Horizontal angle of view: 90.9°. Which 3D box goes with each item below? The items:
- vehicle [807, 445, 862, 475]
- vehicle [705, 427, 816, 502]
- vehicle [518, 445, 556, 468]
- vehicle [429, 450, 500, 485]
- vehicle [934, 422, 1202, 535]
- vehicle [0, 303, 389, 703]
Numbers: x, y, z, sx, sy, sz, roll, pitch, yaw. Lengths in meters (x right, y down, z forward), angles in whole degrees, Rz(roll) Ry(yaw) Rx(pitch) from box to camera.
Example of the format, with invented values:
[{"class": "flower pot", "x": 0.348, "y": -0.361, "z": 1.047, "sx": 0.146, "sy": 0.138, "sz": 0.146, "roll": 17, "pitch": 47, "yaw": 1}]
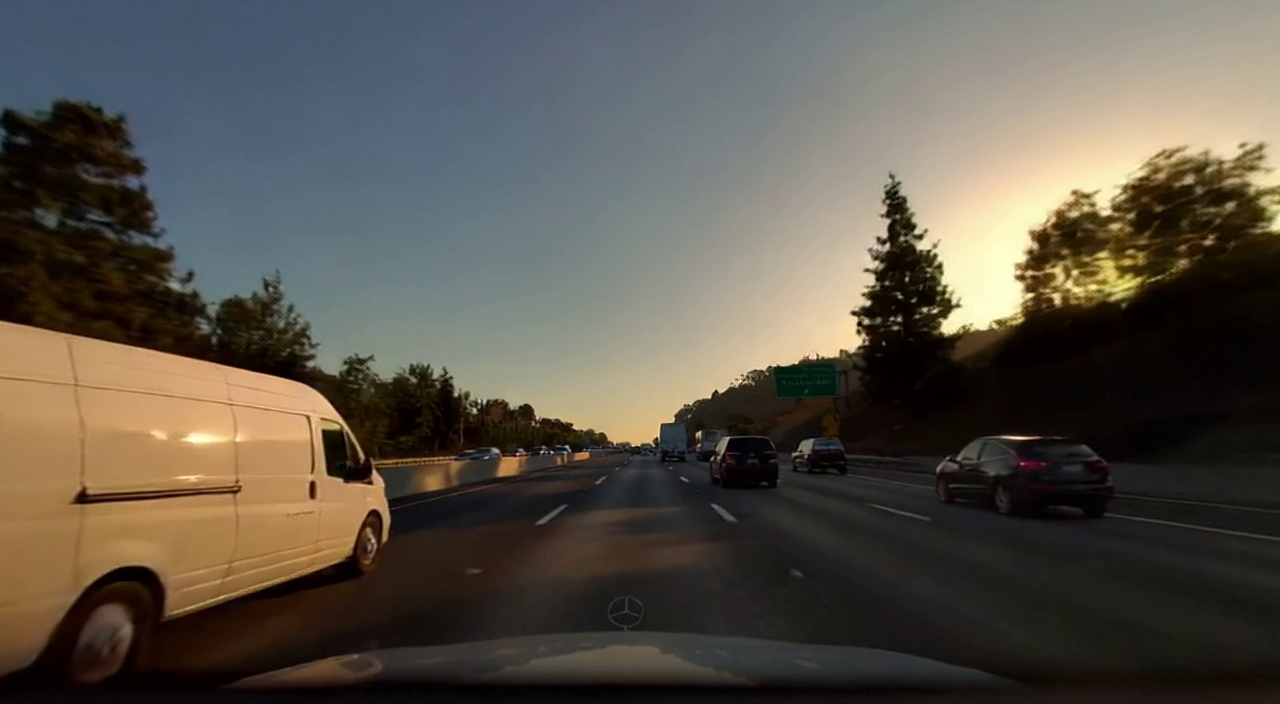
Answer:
[{"class": "vehicle", "x": 10.174, "y": 5.655, "z": 33.281, "sx": 1.827, "sy": 1.493, "sz": 3.919, "roll": 0, "pitch": -8, "yaw": 3}, {"class": "vehicle", "x": 3.295, "y": 3.187, "z": 18.308, "sx": 2.209, "sy": 1.862, "sz": 4.717, "roll": 0, "pitch": -8, "yaw": -1}, {"class": "vehicle", "x": -7.662, "y": 7.805, "z": 47.368, "sx": 2.012, "sy": 1.669, "sz": 4.599, "roll": 0, "pitch": -8, "yaw": 2}, {"class": "vehicle", "x": -8.024, "y": 5.294, "z": 29.248, "sx": 1.911, "sy": 1.440, "sz": 4.514, "roll": 0, "pitch": -8, "yaw": 1}, {"class": "vehicle", "x": 7.507, "y": 2.235, "z": 11.757, "sx": 1.976, "sy": 1.703, "sz": 4.288, "roll": 0, "pitch": -8, "yaw": 0}, {"class": "vehicle", "x": -3.722, "y": 0.926, "z": 3.710, "sx": 2.159, "sy": 1.922, "sz": 5.345, "roll": 0, "pitch": -8, "yaw": 1}]
